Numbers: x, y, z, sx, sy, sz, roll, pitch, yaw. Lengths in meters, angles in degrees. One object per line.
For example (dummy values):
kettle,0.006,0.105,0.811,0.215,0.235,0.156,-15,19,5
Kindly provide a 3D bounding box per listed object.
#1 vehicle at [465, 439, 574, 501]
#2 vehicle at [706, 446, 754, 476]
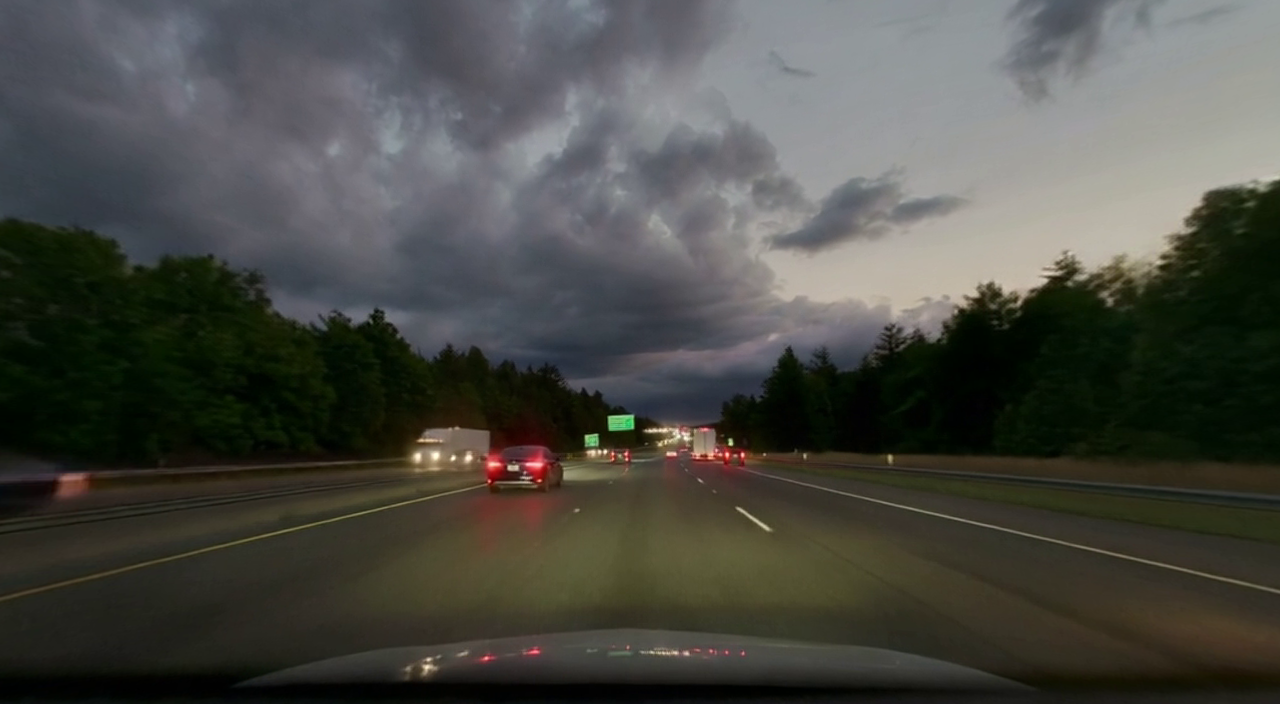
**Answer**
vehicle,-3.281,3.345,18.277,2.085,1.530,4.809,0,-9,2
vehicle,5.034,6.151,35.697,2.176,1.598,3.878,0,-9,1
